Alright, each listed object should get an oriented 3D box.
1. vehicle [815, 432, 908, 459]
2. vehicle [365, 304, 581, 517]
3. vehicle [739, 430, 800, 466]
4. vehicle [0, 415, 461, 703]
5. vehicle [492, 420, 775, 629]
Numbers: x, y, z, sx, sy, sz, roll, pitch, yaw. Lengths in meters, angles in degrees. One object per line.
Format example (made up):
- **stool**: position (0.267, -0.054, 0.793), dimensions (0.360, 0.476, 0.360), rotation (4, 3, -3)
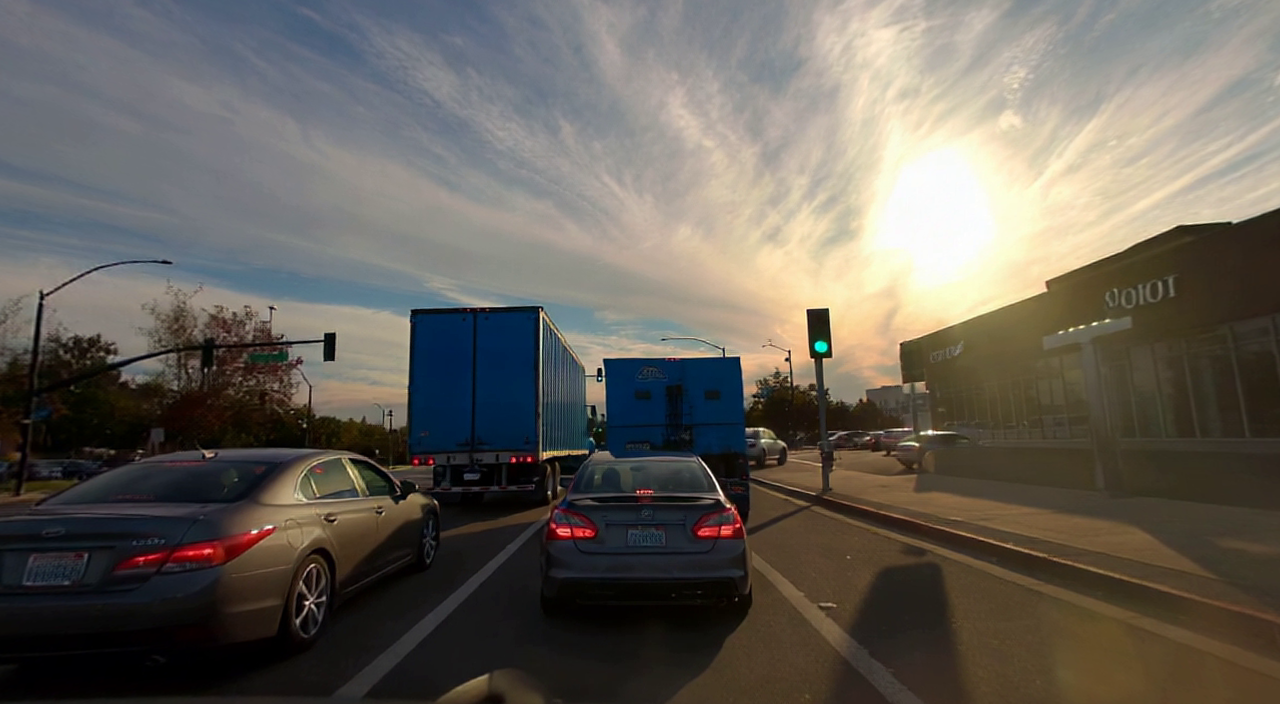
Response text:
- **vehicle**: position (12.562, 5.345, 35.811), dimensions (4.574, 1.478, 1.880), rotation (-1, -8, 4)
- **vehicle**: position (-3.277, 1.527, 14.747), dimensions (3.020, 3.800, 7.105), rotation (0, -8, 0)
- **vehicle**: position (6.960, 5.231, 34.281), dimensions (2.061, 1.845, 4.829), rotation (0, -8, -3)
- **vehicle**: position (-3.103, 1.361, 5.165), dimensions (1.969, 1.471, 4.378), rotation (0, -8, 0)
- **vehicle**: position (-0.109, 1.569, 6.721), dimensions (2.067, 1.506, 4.118), rotation (0, -8, -2)
